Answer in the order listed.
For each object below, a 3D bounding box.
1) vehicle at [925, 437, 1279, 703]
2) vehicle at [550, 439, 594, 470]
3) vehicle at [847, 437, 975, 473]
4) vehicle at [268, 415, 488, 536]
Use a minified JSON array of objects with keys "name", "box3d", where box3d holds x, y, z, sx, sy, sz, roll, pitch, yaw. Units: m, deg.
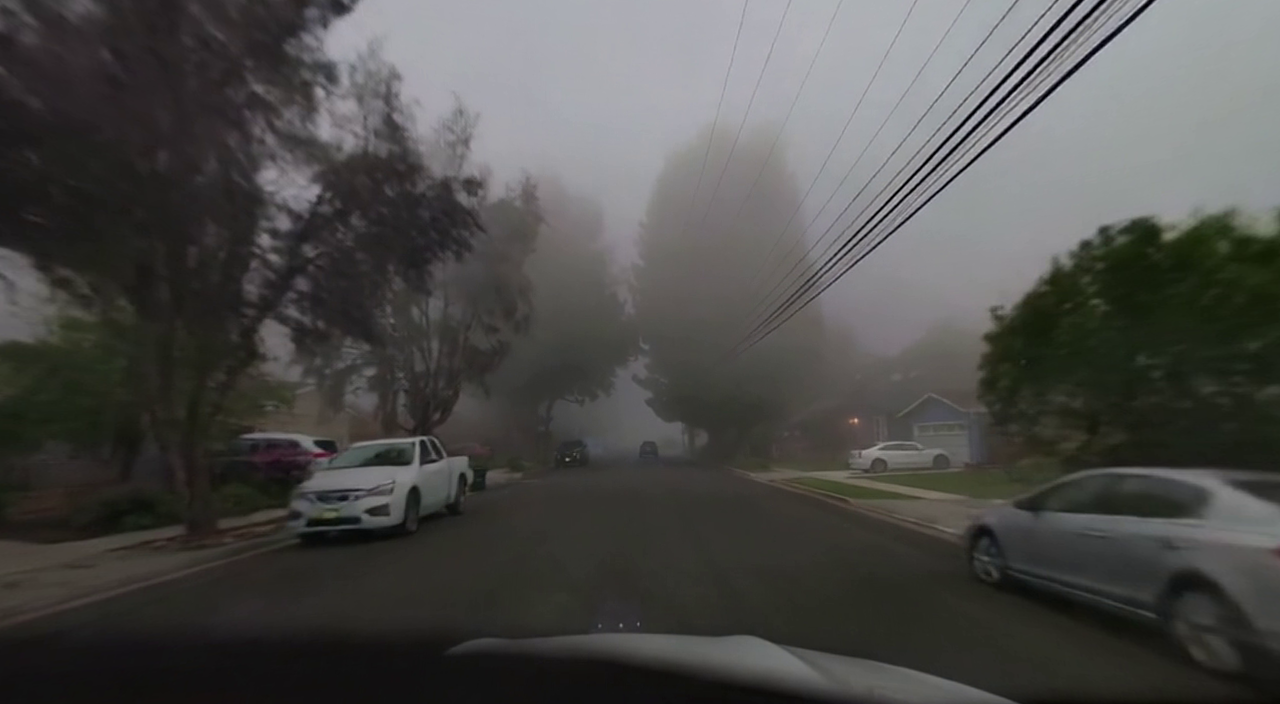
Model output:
[{"name":"vehicle","box3d":[4.452,1.458,5.093,2.094,1.490,4.739,0,-8,0]},{"name":"vehicle","box3d":[-4.253,6.430,40.013,2.207,1.669,4.363,-3,-7,1]},{"name":"vehicle","box3d":[11.990,4.579,28.217,4.700,1.441,2.167,-1,-8,-1]},{"name":"vehicle","box3d":[-4.643,2.232,12.300,2.164,1.810,5.044,1,-7,-1]}]
